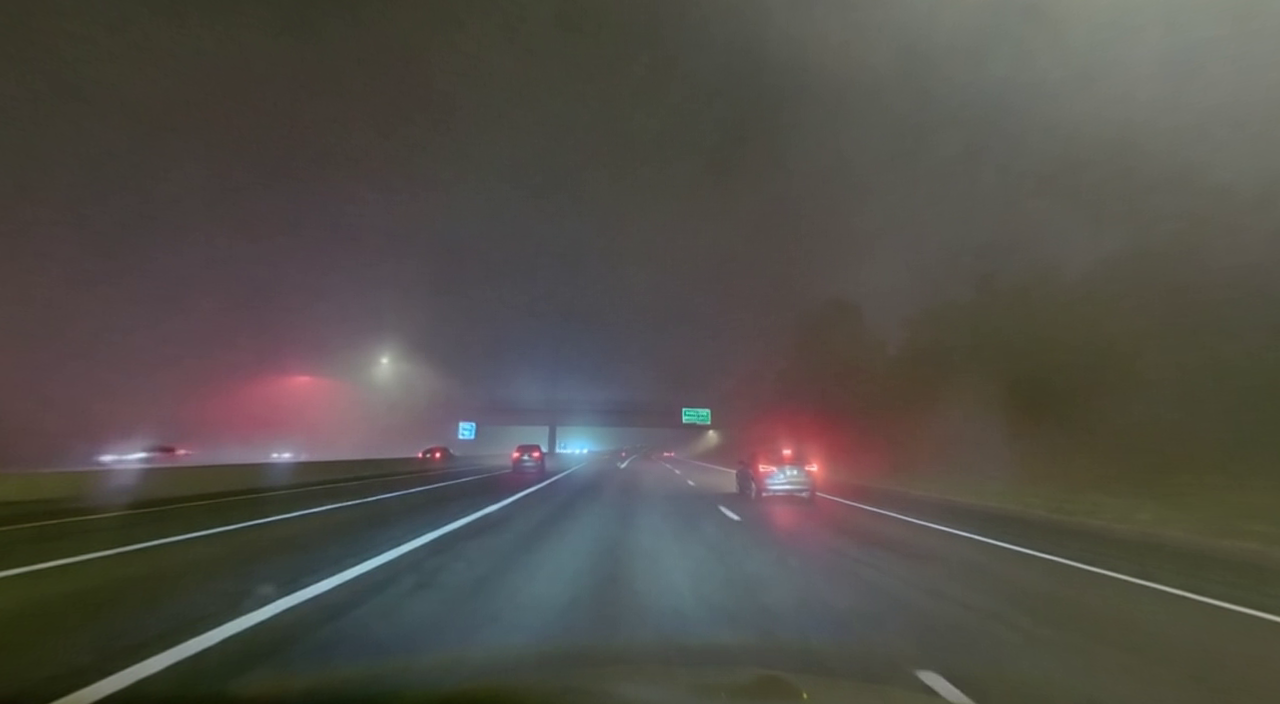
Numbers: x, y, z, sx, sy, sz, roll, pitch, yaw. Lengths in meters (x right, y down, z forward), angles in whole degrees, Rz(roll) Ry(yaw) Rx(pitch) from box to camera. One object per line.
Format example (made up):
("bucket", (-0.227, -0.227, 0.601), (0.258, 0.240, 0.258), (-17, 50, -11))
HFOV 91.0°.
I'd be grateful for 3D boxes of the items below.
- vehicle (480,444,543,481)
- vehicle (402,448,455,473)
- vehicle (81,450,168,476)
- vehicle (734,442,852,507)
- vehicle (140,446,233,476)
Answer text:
("vehicle", (-5.930, 5.162, 29.697), (2.072, 1.545, 4.687), (0, -9, -2))
("vehicle", (-13.923, 7.146, 41.759), (1.919, 1.497, 4.765), (0, -9, -2))
("vehicle", (-34.149, 7.352, 41.902), (1.925, 1.594, 4.618), (0, -9, -1))
("vehicle", (3.968, 3.255, 17.183), (2.079, 1.535, 4.316), (0, -9, -1))
("vehicle", (-26.454, 6.360, 36.967), (1.945, 1.649, 4.775), (0, -9, -1))
